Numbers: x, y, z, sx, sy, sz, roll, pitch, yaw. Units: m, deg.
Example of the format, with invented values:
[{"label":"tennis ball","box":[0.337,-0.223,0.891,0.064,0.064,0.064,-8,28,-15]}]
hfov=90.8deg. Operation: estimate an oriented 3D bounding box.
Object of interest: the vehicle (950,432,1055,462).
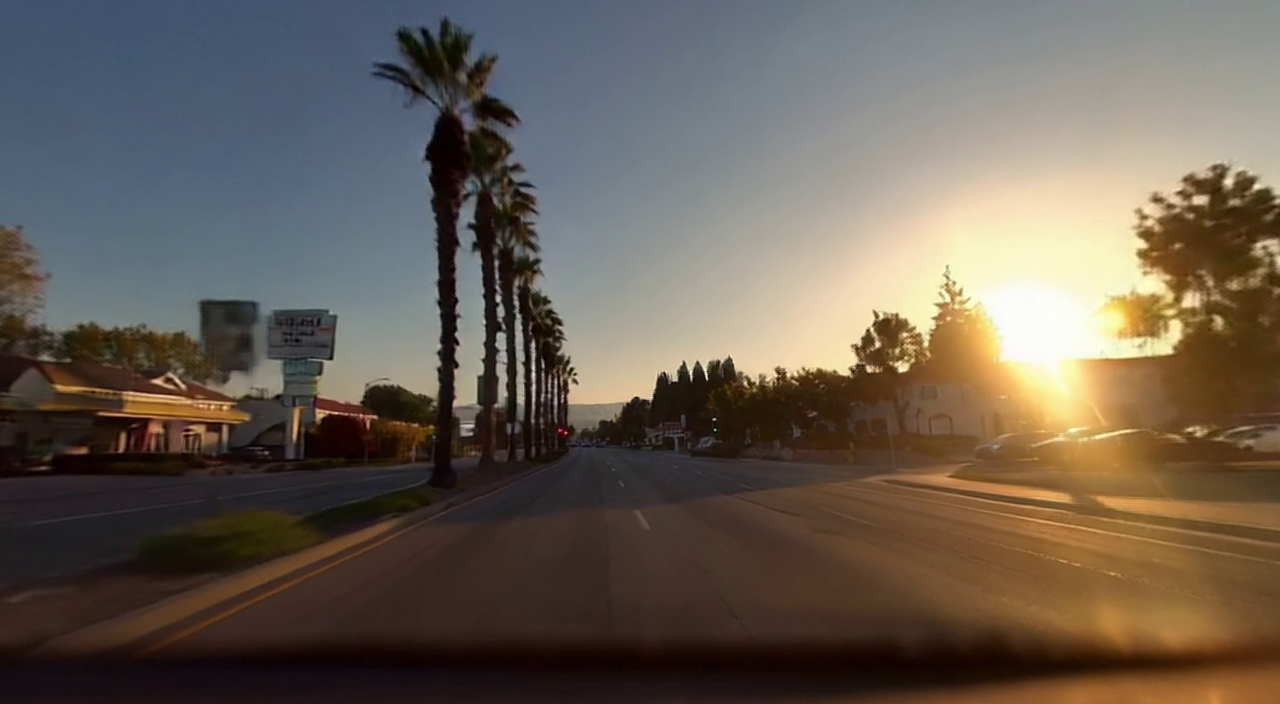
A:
[{"label":"vehicle","box":[18.862,4.943,32.979,4.382,1.463,1.869,0,-8,-6]}]

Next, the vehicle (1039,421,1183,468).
[{"label":"vehicle","box":[16.539,3.281,22.457,1.852,1.487,3.896,0,-8,-5]}]

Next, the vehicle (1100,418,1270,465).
[{"label":"vehicle","box":[19.337,3.245,22.741,1.986,1.454,4.332,-1,-9,-5]}]
